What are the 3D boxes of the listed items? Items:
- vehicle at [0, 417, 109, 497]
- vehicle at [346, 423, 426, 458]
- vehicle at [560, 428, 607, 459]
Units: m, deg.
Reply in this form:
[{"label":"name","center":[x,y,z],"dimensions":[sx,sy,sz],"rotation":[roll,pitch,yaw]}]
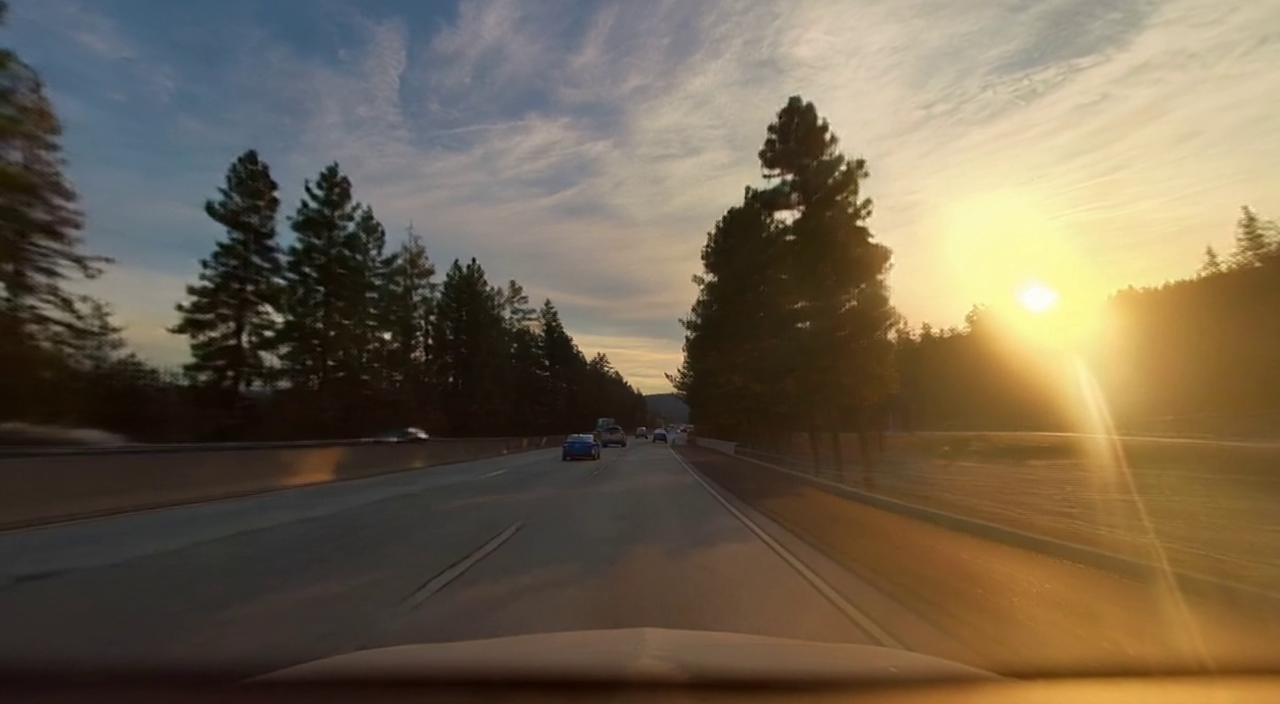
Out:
[{"label":"vehicle","center":[-13.413,2.098,12.566],"dimensions":[1.939,1.524,4.056],"rotation":[0,-8,1]},{"label":"vehicle","center":[-12.989,4.565,32.429],"dimensions":[2.069,1.653,4.654],"rotation":[0,-8,1]},{"label":"vehicle","center":[-3.026,5.086,34.756],"dimensions":[2.053,1.589,4.671],"rotation":[0,-8,2]}]
